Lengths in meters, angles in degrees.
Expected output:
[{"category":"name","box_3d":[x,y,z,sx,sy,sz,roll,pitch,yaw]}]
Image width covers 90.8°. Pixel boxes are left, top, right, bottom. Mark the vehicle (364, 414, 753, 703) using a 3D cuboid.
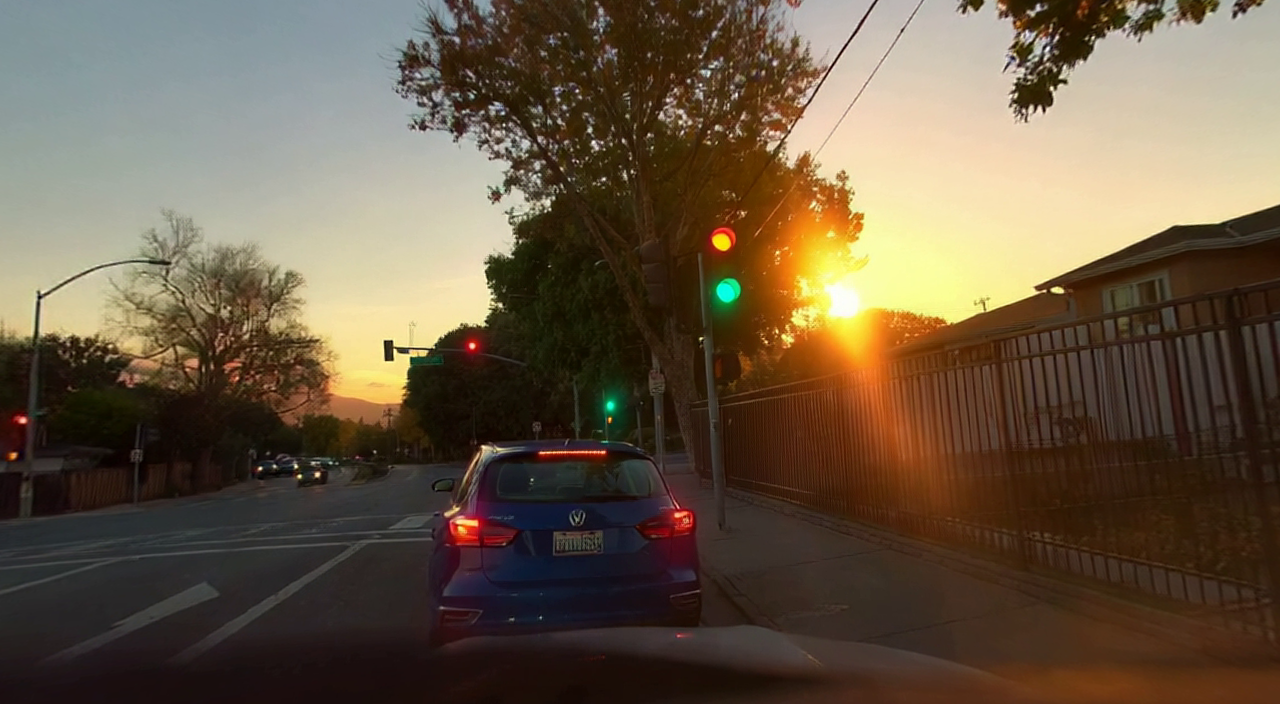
[{"category":"vehicle","box_3d":[-0.678,1.362,5.226,2.024,1.502,3.702,1,-9,-9]}]
